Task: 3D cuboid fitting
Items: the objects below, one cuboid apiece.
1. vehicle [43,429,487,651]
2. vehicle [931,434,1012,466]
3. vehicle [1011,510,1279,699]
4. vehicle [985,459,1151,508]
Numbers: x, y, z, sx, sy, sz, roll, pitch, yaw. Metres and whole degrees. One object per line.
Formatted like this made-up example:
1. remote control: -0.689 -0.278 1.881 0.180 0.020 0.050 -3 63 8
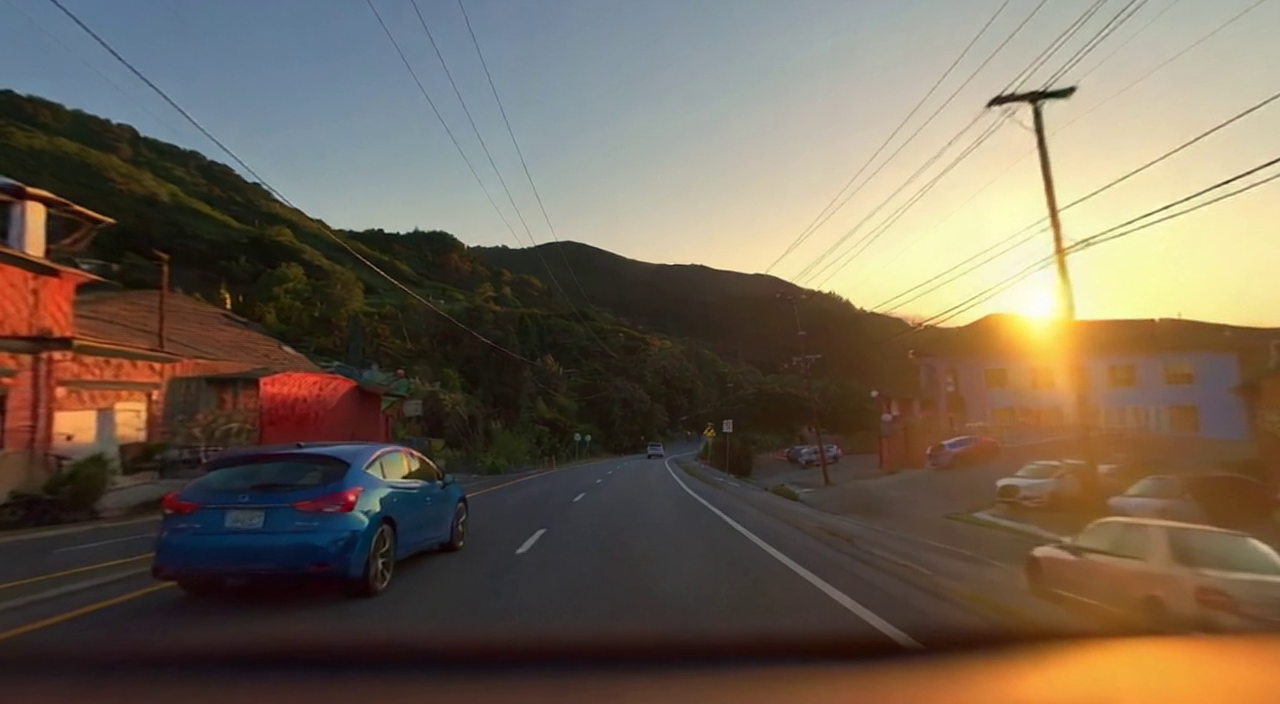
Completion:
1. vehicle: -3.074 1.592 6.458 1.972 1.496 4.150 0 -8 0
2. vehicle: 24.065 7.092 45.820 5.478 1.869 2.206 1 -11 -27
3. vehicle: 7.295 3.190 8.735 1.976 1.563 3.852 0 -8 0
4. vehicle: 16.829 5.174 25.069 4.995 1.794 2.020 -1 -8 4
